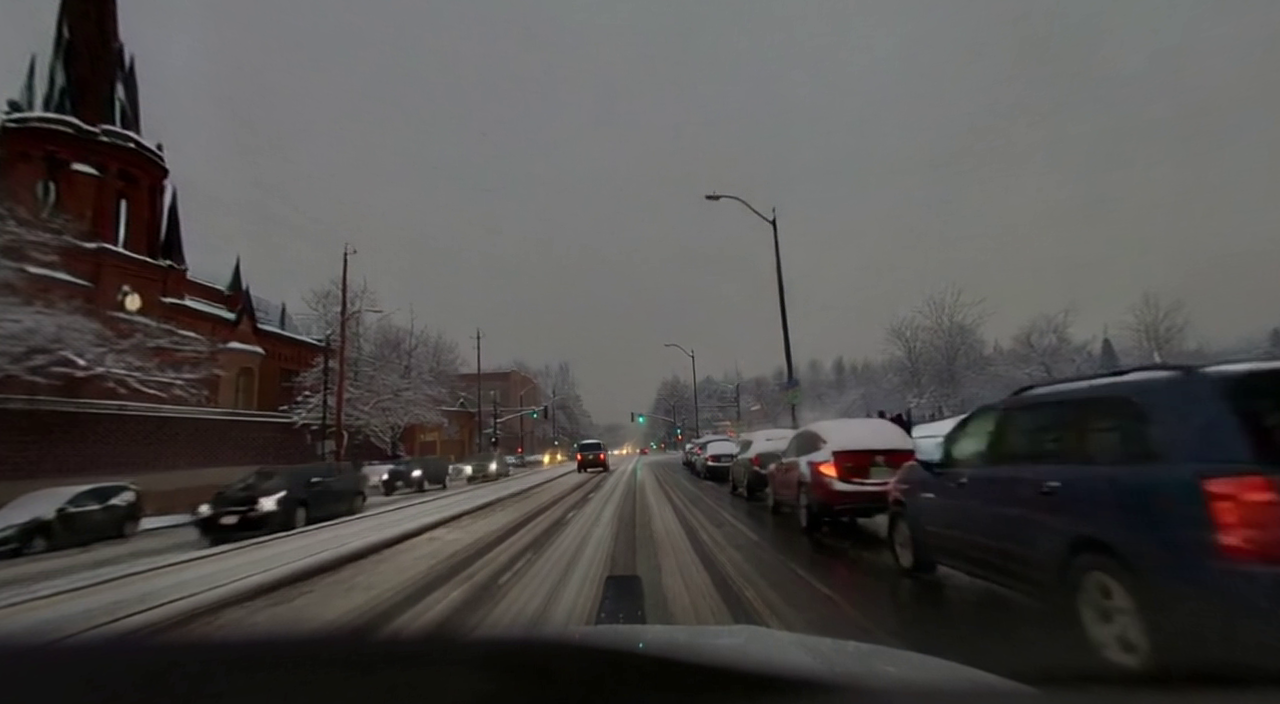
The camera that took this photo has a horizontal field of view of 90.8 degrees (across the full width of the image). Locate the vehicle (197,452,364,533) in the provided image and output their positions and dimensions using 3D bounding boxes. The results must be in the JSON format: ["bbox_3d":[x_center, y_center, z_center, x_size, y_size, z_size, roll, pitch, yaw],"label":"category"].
[{"bbox_3d":[-8.915,3.465,16.163,1.842,1.735,4.066,0,-9,0],"label":"vehicle"}]

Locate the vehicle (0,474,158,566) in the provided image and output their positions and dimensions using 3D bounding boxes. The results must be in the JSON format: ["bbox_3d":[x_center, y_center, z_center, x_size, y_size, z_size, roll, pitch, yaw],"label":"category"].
[{"bbox_3d":[-15.469,4.222,16.436,2.014,1.846,4.920,0,-8,-1],"label":"vehicle"}]

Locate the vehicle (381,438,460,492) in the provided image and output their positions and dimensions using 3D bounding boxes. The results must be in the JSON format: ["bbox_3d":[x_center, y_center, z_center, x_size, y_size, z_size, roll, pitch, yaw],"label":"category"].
[{"bbox_3d":[-12.225,6.302,35.713,2.410,2.733,5.630,0,-8,0],"label":"vehicle"}]

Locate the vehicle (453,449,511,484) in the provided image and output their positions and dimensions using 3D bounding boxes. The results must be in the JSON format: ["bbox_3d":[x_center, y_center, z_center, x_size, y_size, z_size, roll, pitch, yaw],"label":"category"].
[{"bbox_3d":[-8.926,6.452,36.042,2.078,1.810,4.568,0,-9,1],"label":"vehicle"}]

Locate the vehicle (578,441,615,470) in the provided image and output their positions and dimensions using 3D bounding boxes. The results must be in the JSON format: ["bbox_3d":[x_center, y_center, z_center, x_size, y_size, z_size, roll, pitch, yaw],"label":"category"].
[{"bbox_3d":[-3.098,7.530,46.222,2.293,1.936,4.737,0,-8,1],"label":"vehicle"}]

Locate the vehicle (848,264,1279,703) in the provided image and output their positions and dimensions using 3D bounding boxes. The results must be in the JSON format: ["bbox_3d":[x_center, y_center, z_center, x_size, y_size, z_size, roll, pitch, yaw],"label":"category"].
[{"bbox_3d":[3.452,1.010,4.622,2.124,1.975,5.131,0,-8,0],"label":"vehicle"}]
